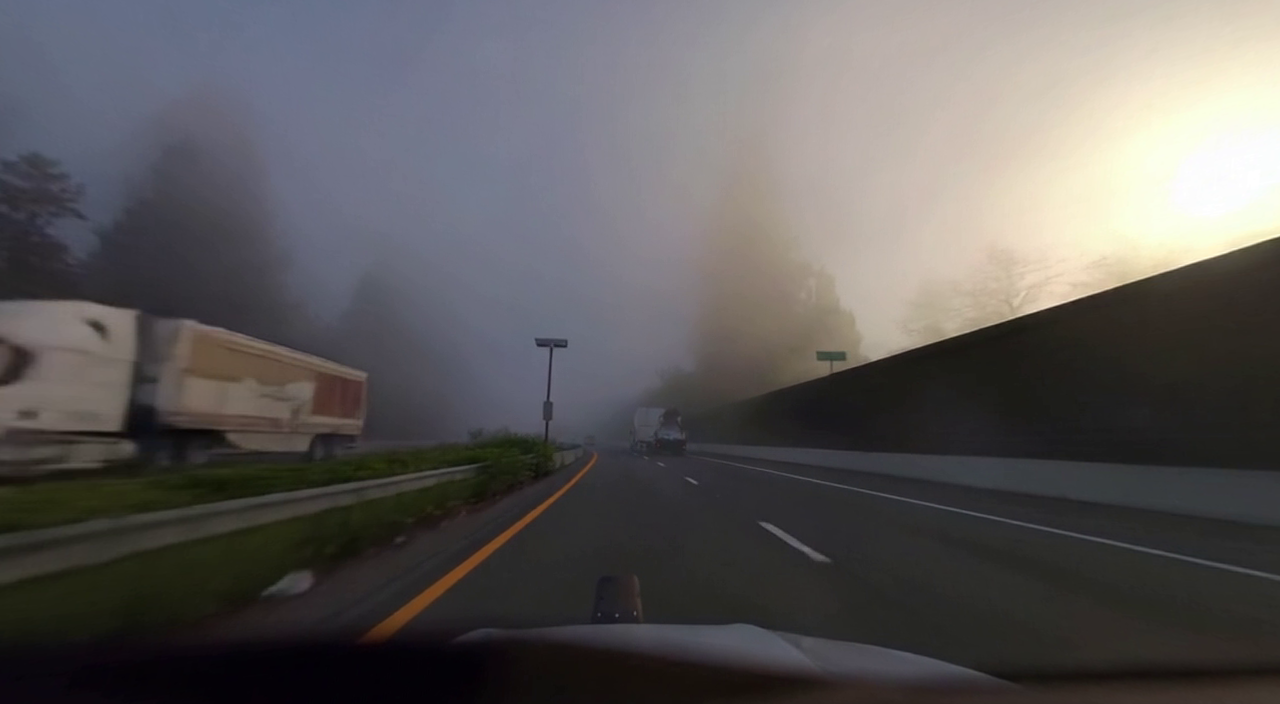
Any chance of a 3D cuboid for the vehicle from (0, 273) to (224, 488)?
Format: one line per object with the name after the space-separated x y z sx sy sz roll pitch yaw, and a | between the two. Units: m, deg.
-12.823 0.878 14.004 2.962 3.832 5.796 0 -8 0 | vehicle
